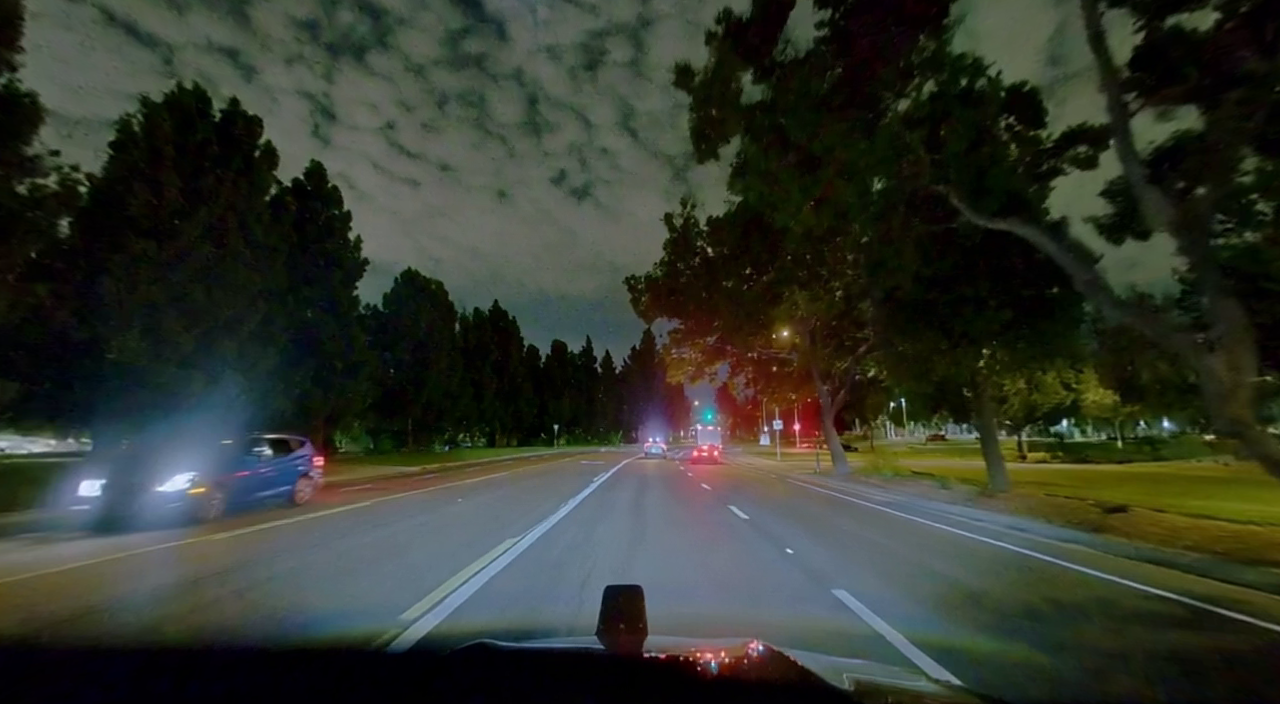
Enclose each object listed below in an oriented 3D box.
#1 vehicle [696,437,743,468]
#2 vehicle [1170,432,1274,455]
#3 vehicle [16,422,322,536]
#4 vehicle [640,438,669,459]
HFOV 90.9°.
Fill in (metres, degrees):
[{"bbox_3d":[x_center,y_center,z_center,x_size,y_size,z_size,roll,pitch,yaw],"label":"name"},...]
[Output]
[{"bbox_3d":[4.207,5.385,33.948,1.989,1.497,4.436,0,-8,0],"label":"vehicle"},{"bbox_3d":[38.263,6.016,41.538,4.656,1.454,2.190,0,-8,0],"label":"vehicle"},{"bbox_3d":[-8.569,2.334,12.227,2.361,1.766,4.491,0,-8,2],"label":"vehicle"},{"bbox_3d":[1.166,7.283,47.718,2.066,1.482,4.273,-1,-8,3],"label":"vehicle"}]
